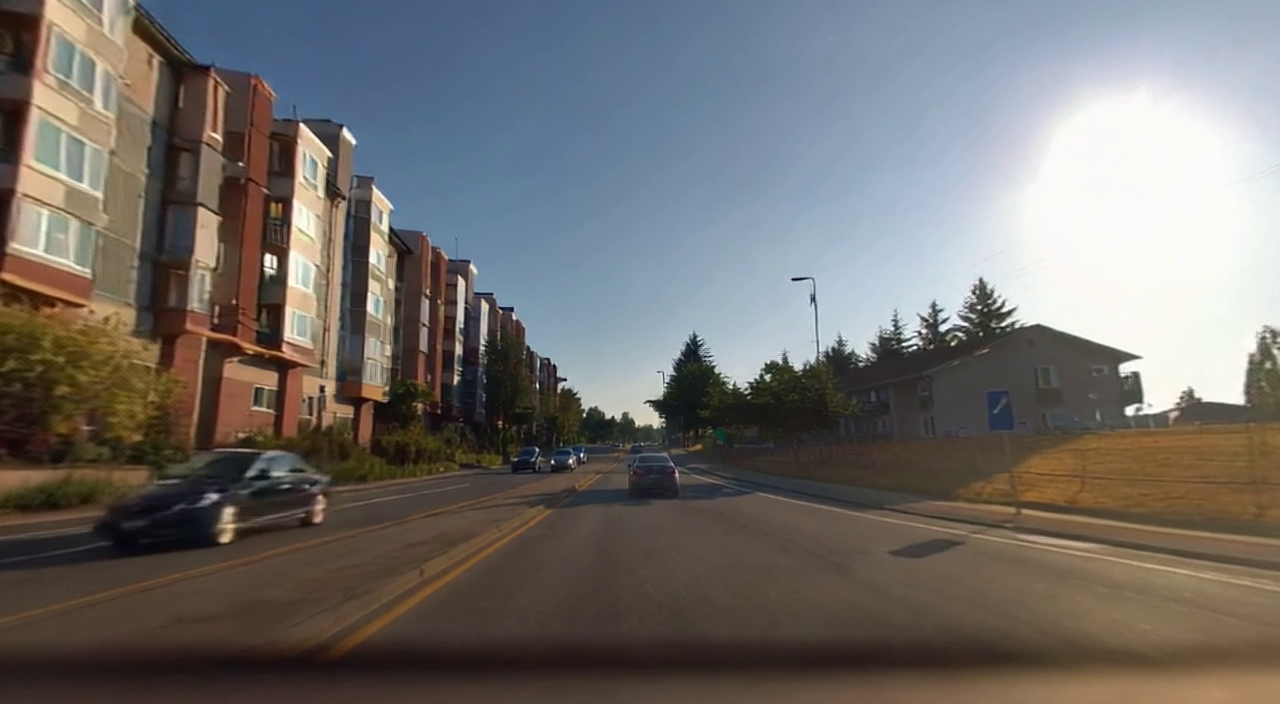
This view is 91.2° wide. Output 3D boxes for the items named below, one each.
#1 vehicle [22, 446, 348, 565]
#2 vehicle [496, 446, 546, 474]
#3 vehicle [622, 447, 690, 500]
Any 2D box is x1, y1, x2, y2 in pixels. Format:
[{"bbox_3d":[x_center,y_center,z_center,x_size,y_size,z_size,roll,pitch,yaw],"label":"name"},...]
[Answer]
[{"bbox_3d":[-6.836,2.308,10.170,2.018,1.498,4.168,-1,-9,2],"label":"vehicle"},{"bbox_3d":[-7.860,7.190,41.953,2.171,1.757,4.706,-1,-9,3],"label":"vehicle"},{"bbox_3d":[0.438,3.898,20.482,2.014,1.525,3.670,0,-9,-1],"label":"vehicle"}]
